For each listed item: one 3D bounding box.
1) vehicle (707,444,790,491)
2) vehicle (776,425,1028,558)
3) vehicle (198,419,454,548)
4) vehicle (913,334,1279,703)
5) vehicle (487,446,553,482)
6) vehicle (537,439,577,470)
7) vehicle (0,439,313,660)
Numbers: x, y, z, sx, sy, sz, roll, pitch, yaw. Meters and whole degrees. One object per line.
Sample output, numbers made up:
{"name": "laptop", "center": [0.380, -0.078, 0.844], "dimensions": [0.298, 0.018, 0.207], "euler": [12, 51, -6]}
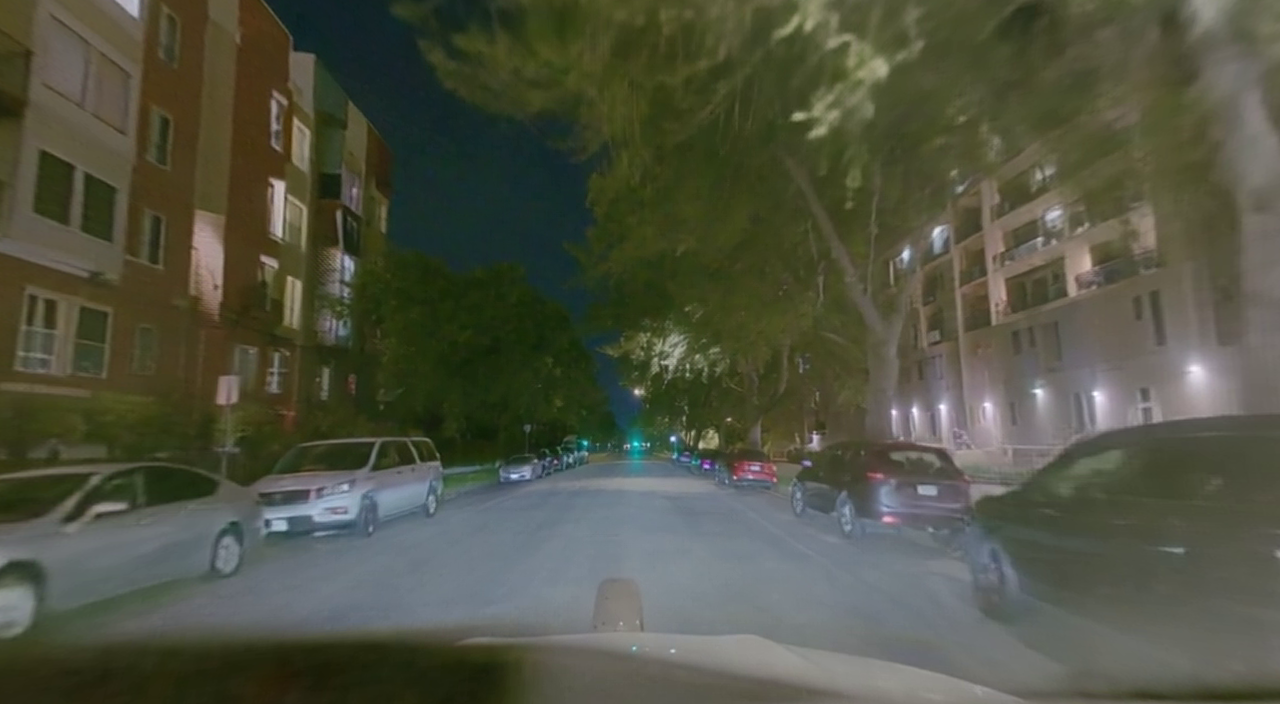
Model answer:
{"name": "vehicle", "center": [3.659, 3.974, 22.237], "dimensions": [1.881, 1.460, 4.737], "euler": [0, -8, -3]}
{"name": "vehicle", "center": [3.811, 2.100, 10.343], "dimensions": [1.992, 1.643, 4.735], "euler": [0, -8, -1]}
{"name": "vehicle", "center": [-5.306, 2.281, 11.733], "dimensions": [2.213, 1.825, 4.986], "euler": [-1, -8, 0]}
{"name": "vehicle", "center": [3.755, 0.973, 3.598], "dimensions": [2.082, 1.809, 4.998], "euler": [0, -8, -1]}
{"name": "vehicle", "center": [-5.293, 4.975, 28.463], "dimensions": [2.080, 1.458, 4.511], "euler": [0, -8, 0]}
{"name": "vehicle", "center": [-5.398, 6.740, 41.835], "dimensions": [2.069, 1.881, 4.697], "euler": [0, -8, -1]}
{"name": "vehicle", "center": [-5.316, 1.603, 5.838], "dimensions": [2.026, 1.461, 4.837], "euler": [-2, -8, 0]}
